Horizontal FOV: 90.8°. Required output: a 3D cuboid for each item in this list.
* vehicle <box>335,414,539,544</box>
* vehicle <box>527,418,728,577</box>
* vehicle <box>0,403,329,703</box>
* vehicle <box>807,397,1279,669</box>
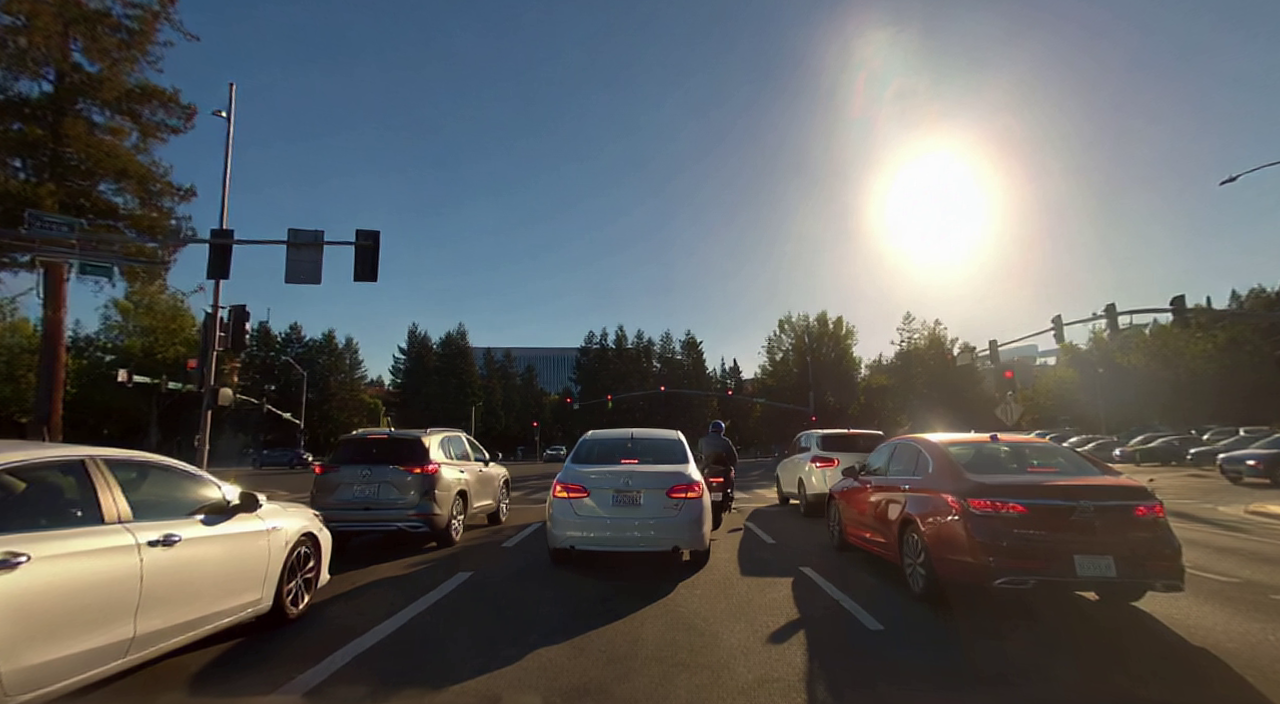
[{"bbox_3d":[-3.219,2.113,11.159,2.048,1.805,4.405,0,-8,1],"label":"vehicle"},{"bbox_3d":[-0.092,1.803,8.549,2.106,1.655,3.717,0,-8,1],"label":"vehicle"},{"bbox_3d":[-3.348,0.948,2.377,1.863,1.495,4.667,0,-8,2],"label":"vehicle"},{"bbox_3d":[3.233,1.441,6.190,2.006,1.659,4.462,0,-8,1],"label":"vehicle"}]
